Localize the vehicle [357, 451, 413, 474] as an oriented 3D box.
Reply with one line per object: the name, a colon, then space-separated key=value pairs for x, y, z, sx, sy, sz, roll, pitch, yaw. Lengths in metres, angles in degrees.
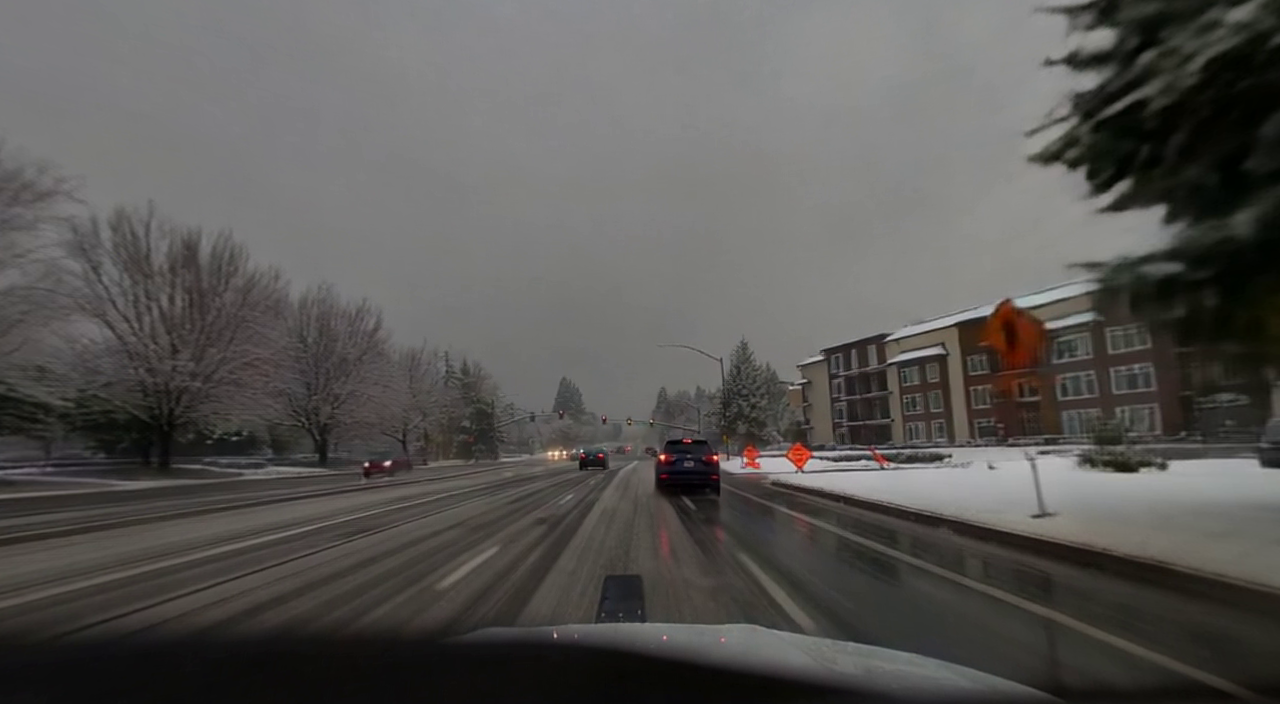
vehicle: x=-17.745 y=7.690 z=44.198 sx=1.883 sy=1.494 sz=4.795 roll=0 pitch=-9 yaw=1

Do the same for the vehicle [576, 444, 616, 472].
vehicle: x=-2.667 y=6.599 z=39.514 sx=2.121 sy=1.654 sz=3.993 roll=0 pitch=-8 yaw=1

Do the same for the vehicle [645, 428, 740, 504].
vehicle: x=1.308 y=3.109 z=17.694 sx=2.197 sy=1.835 sz=4.316 roll=0 pitch=-8 yaw=-1
